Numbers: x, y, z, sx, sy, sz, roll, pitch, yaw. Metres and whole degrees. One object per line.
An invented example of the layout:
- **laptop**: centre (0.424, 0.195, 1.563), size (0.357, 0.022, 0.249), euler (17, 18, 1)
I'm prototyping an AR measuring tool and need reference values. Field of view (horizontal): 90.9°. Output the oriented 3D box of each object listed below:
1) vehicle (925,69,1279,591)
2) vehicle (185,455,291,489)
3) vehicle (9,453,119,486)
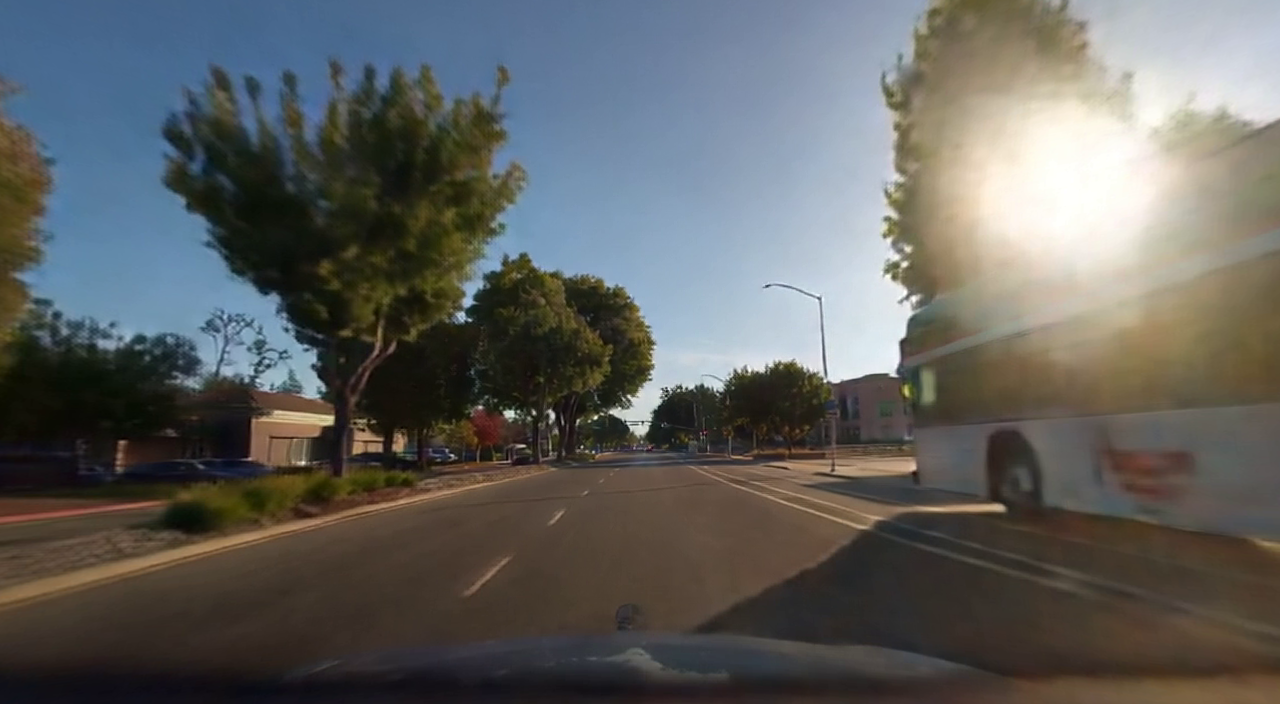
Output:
- **vehicle**: centre (8.083, -0.136, 6.164), size (4.582, 4.678, 12.589), euler (0, -8, 0)
- **vehicle**: centre (-21.291, 6.336, 33.683), size (2.114, 1.602, 4.824), euler (-1, -9, 6)
- **vehicle**: centre (-30.478, 6.223, 33.405), size (3.996, 1.653, 1.885), euler (-1, -9, 3)
